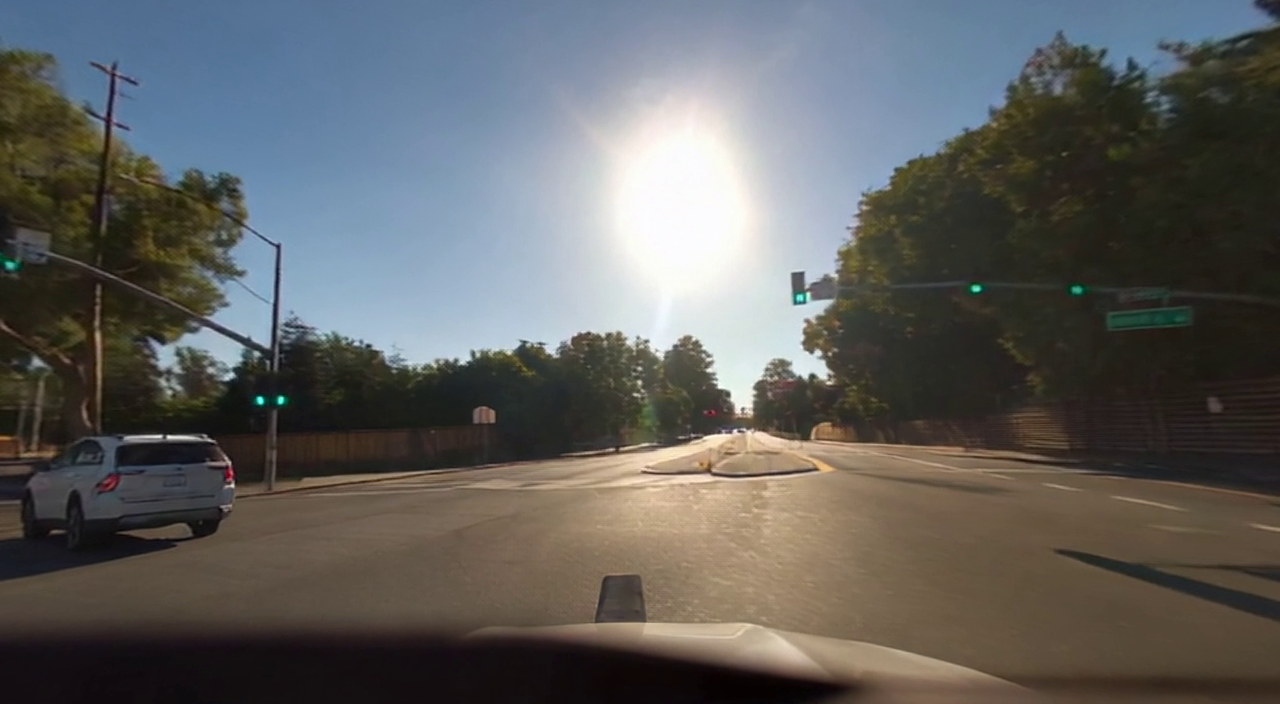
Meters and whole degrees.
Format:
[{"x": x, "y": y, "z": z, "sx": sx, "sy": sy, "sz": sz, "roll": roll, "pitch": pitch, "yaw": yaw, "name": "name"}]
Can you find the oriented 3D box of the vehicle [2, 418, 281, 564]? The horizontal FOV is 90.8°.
[{"x": -8.174, "y": 2.075, "z": 10.278, "sx": 4.580, "sy": 1.827, "sz": 2.230, "roll": -6, "pitch": -10, "yaw": 35, "name": "vehicle"}]
